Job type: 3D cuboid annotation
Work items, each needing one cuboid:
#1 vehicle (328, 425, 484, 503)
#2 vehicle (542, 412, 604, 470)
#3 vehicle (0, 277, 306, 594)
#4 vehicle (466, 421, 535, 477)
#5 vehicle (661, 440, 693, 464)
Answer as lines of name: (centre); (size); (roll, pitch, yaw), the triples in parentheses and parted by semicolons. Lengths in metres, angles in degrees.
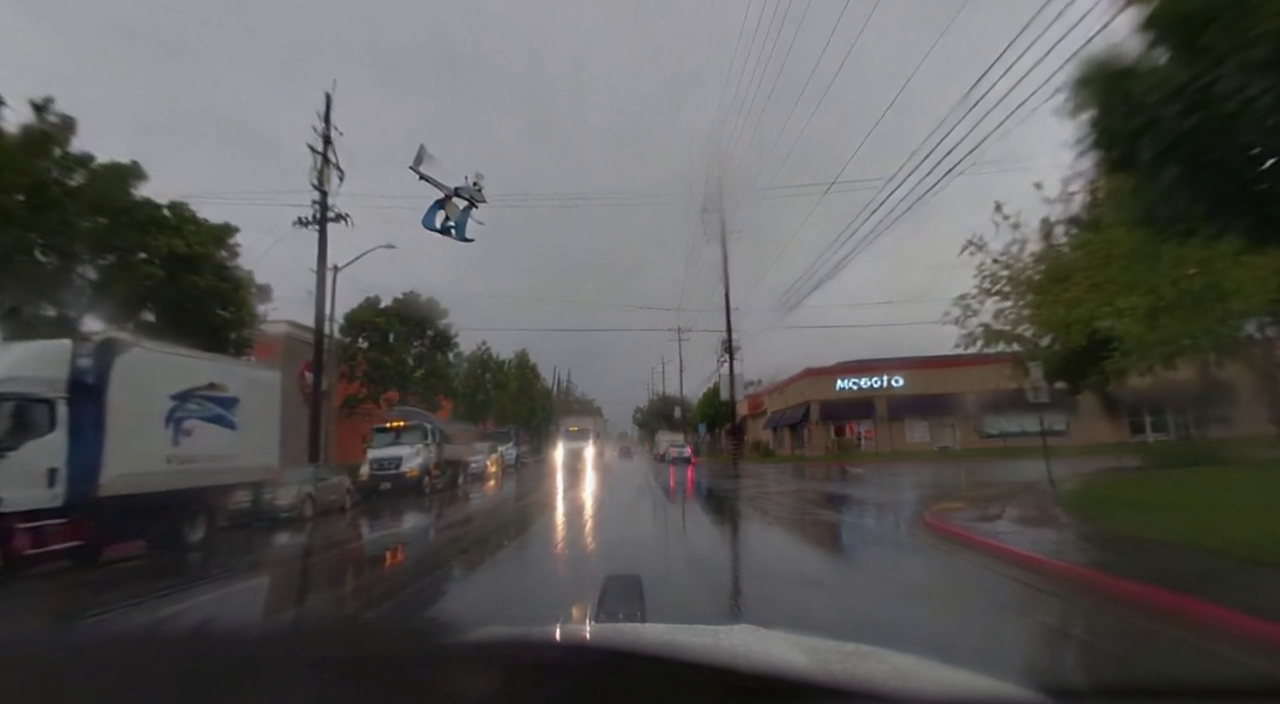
vehicle: (-8.088, 3.979, 23.028); (2.737, 2.345, 7.210); (-1, -8, 2)
vehicle: (-4.192, 5.995, 42.298); (2.994, 3.308, 12.131); (0, -8, -1)
vehicle: (-8.359, 1.351, 9.851); (2.811, 3.398, 6.693); (-3, -7, -1)
vehicle: (-8.704, 6.152, 40.312); (2.745, 3.157, 7.388); (-1, -8, 0)
vehicle: (2.877, 7.900, 49.916); (2.097, 1.784, 4.915); (0, -8, -1)
